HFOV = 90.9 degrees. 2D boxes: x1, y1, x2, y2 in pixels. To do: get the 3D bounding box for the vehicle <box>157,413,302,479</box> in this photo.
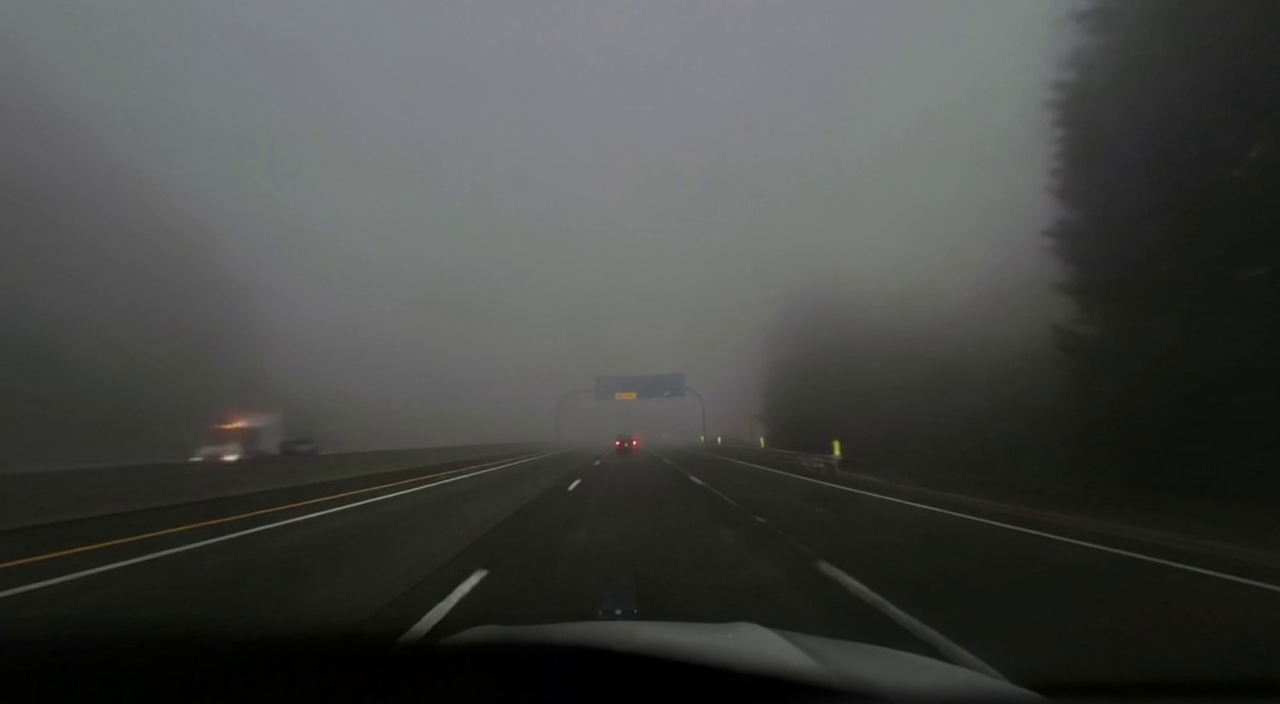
[{"bbox_3d":[-17.734,4.081,27.754,2.364,2.534,5.997,0,-8,-1],"label":"vehicle"}]
